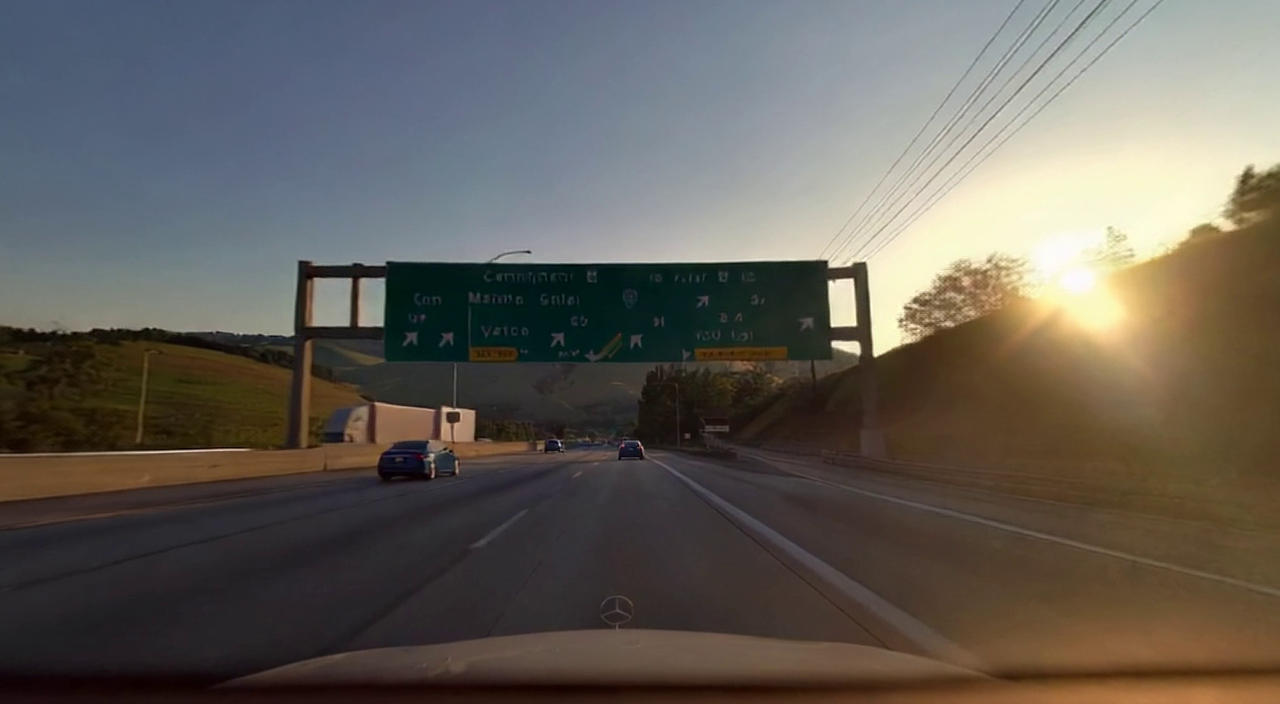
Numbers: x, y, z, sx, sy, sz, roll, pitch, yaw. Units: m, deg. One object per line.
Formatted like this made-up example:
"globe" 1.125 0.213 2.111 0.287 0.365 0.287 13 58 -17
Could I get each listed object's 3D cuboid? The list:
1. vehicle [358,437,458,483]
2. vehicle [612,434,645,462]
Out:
"vehicle" -8.090 3.789 22.433 1.949 1.428 4.408 0 -8 -1
"vehicle" -0.761 6.272 41.172 2.040 1.715 3.906 0 -8 -1
